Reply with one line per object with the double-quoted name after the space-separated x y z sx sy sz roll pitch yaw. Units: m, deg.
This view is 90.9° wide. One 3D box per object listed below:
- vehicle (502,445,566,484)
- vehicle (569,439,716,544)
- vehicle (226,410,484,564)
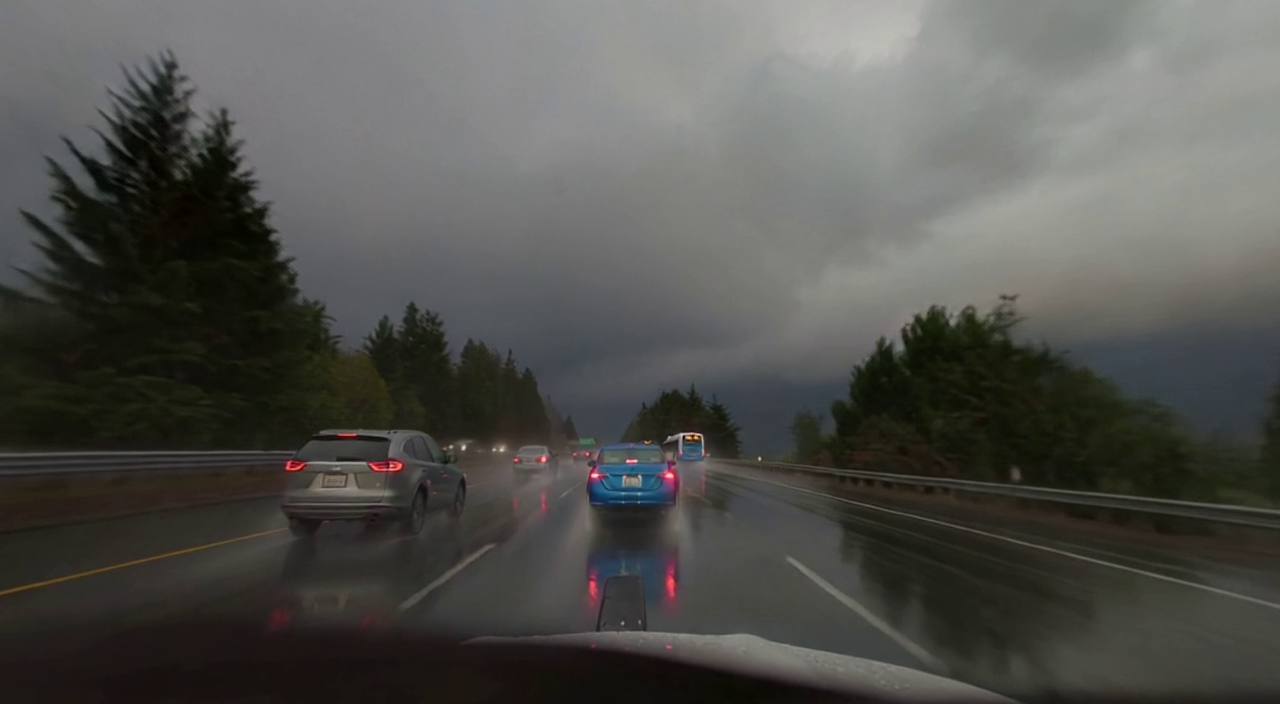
-4.401 4.734 26.758 2.122 1.491 3.800 0 -9 -1 "vehicle"
-0.027 2.328 11.208 2.120 1.478 4.179 0 -9 -2 "vehicle"
-3.721 1.838 9.213 1.830 1.703 4.142 0 -9 -1 "vehicle"
